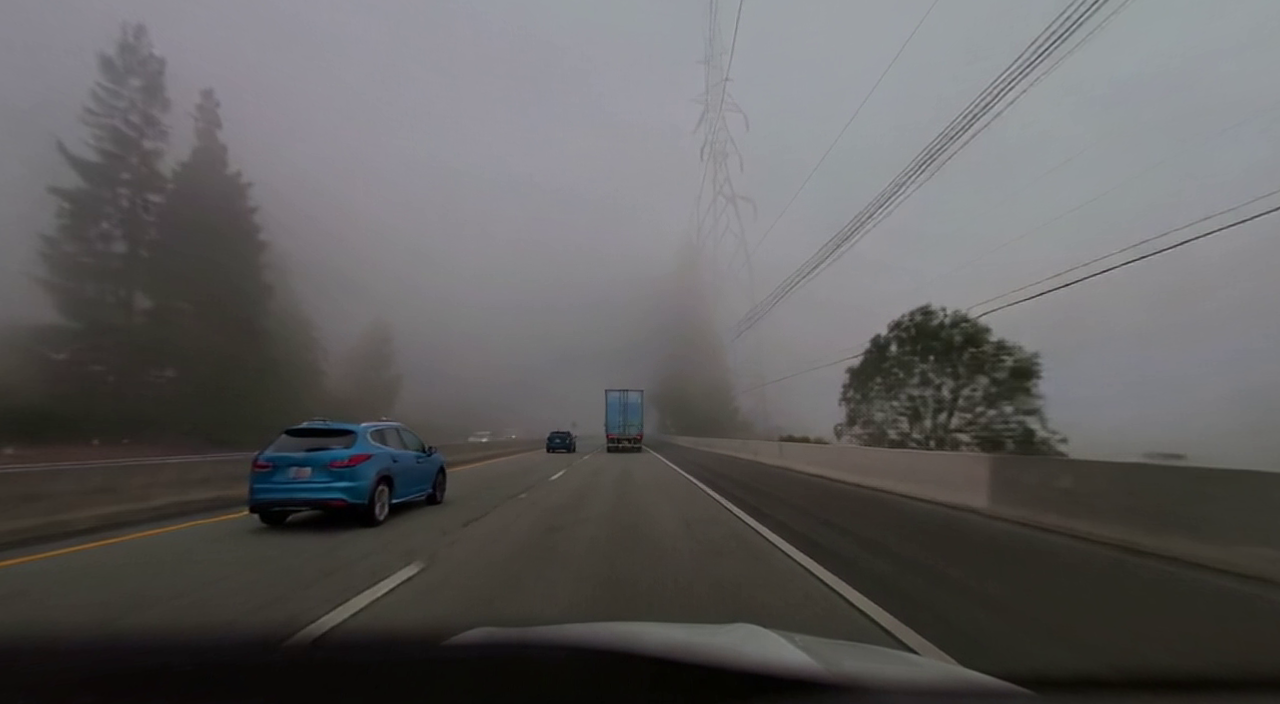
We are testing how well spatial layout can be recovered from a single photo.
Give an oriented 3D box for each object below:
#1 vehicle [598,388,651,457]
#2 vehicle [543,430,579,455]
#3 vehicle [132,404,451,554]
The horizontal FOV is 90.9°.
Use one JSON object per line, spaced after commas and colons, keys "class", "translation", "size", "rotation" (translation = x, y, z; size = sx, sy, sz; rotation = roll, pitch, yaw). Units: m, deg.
{"class": "vehicle", "translation": [-1.019, 4.572, 39.980], "size": [2.955, 3.851, 9.915], "rotation": [0, -8, -2]}
{"class": "vehicle", "translation": [-5.219, 6.050, 42.131], "size": [1.934, 1.549, 4.194], "rotation": [0, -8, -2]}
{"class": "vehicle", "translation": [-4.472, 1.673, 9.150], "size": [2.117, 1.618, 4.480], "rotation": [0, -8, -1]}
